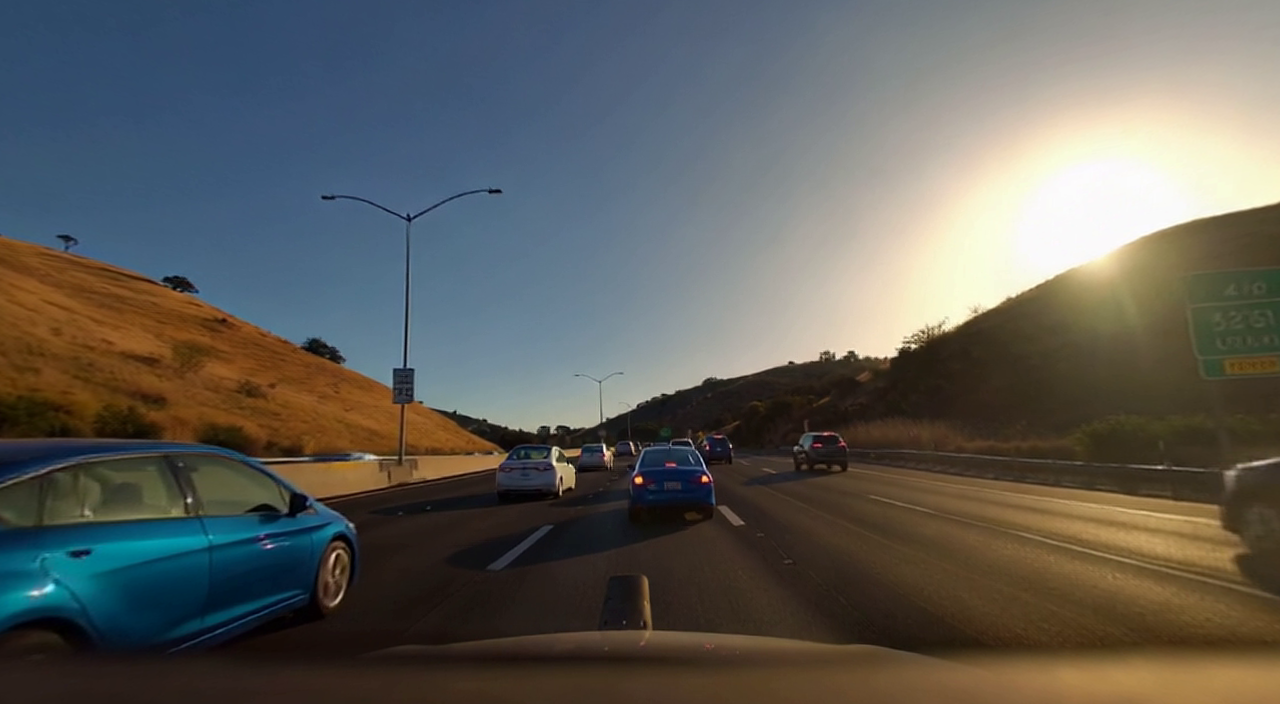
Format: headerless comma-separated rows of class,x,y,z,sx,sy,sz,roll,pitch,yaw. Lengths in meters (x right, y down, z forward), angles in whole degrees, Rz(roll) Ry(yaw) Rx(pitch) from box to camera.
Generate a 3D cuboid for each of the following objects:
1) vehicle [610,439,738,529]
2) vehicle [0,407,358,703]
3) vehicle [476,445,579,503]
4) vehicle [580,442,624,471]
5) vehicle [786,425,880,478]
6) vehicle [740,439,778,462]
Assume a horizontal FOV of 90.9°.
vehicle,0.613,2.446,12.278,2.072,1.431,3.904,-1,-8,2
vehicle,-3.439,1.087,3.113,2.033,1.513,4.333,-1,-8,1
vehicle,-3.063,3.419,18.249,2.017,1.446,4.384,-1,-8,2
vehicle,-2.160,6.081,36.915,2.034,1.572,4.444,-1,-8,3
vehicle,7.386,3.893,24.773,2.210,1.831,4.843,-1,-8,1
vehicle,8.865,7.371,47.397,2.032,1.580,4.928,-1,-8,2
